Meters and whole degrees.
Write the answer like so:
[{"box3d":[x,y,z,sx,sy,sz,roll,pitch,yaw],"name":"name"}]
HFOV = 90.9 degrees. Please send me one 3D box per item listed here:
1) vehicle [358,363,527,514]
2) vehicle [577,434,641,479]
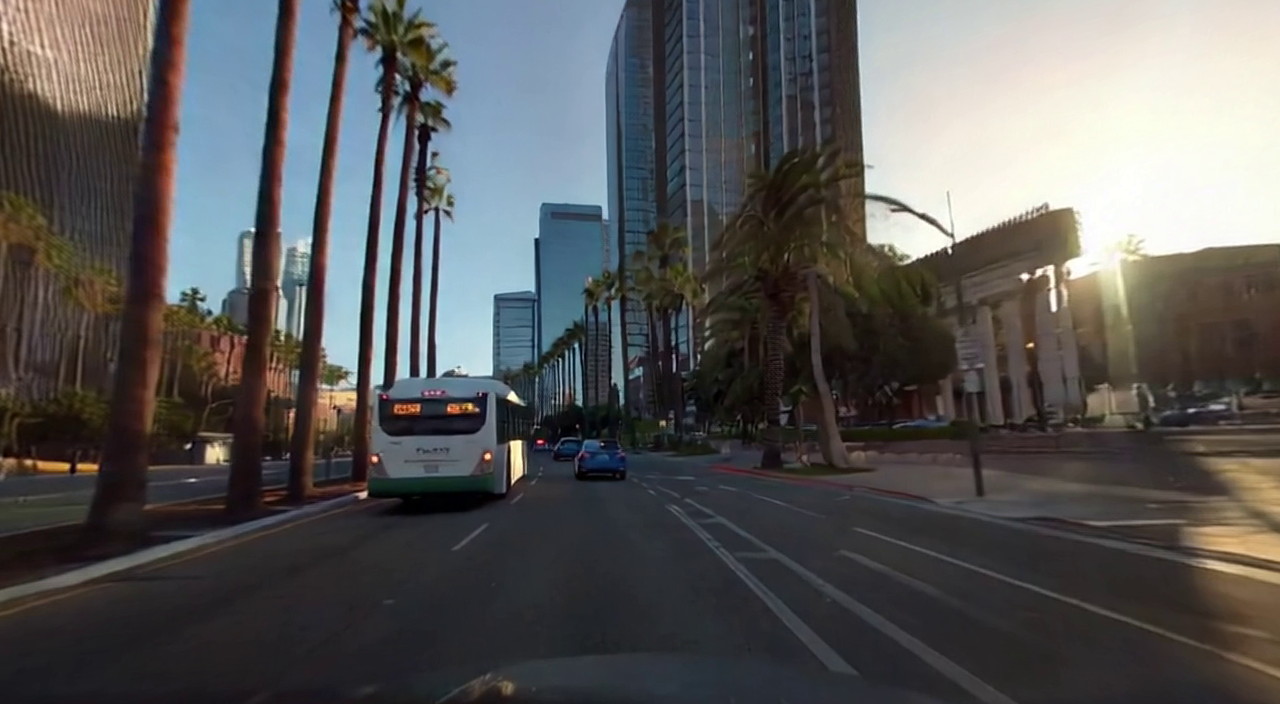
[{"box3d":[-4.849,2.389,17.371,2.678,3.042,8.474,-1,-8,-5],"name":"vehicle"},{"box3d":[-1.262,3.871,23.592,2.107,1.481,4.097,0,-8,-7],"name":"vehicle"}]
